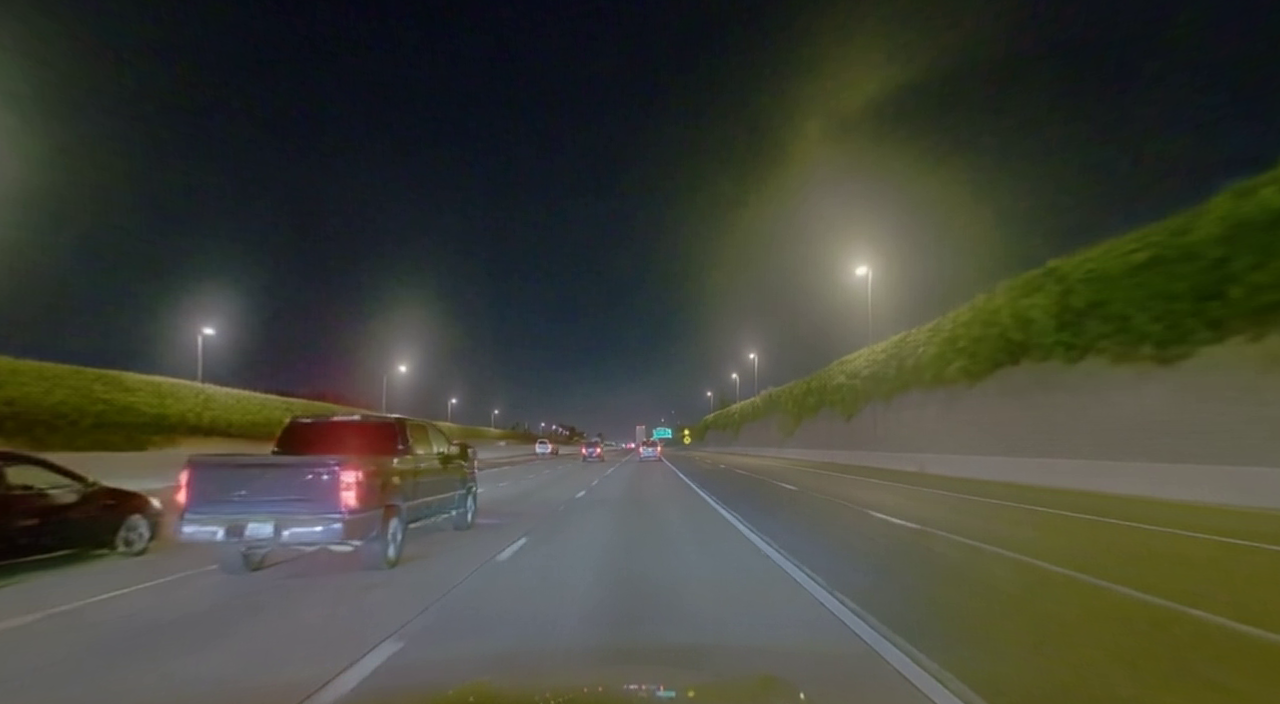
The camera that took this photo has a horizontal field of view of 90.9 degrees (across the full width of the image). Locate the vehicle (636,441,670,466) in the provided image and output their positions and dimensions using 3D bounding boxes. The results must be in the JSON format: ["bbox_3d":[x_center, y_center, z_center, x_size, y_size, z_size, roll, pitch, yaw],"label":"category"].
[{"bbox_3d":[0.801,6.475,40.539,2.073,1.480,4.343,0,-8,0],"label":"vehicle"}]

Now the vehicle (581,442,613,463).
[{"bbox_3d":[-3.151,7.424,46.952,2.056,1.480,4.022,-1,-8,1],"label":"vehicle"}]

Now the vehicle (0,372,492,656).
[{"bbox_3d":[-3.195,1.368,6.493,2.124,1.787,4.830,-1,-8,0],"label":"vehicle"}]
